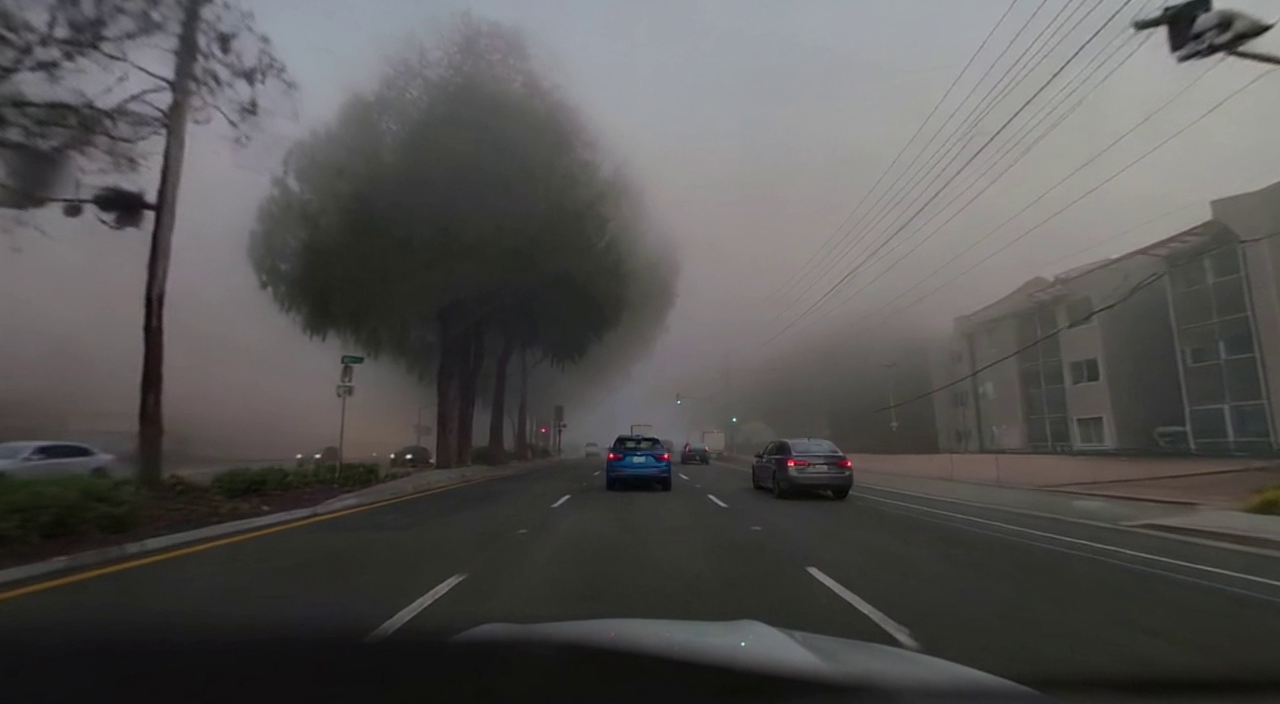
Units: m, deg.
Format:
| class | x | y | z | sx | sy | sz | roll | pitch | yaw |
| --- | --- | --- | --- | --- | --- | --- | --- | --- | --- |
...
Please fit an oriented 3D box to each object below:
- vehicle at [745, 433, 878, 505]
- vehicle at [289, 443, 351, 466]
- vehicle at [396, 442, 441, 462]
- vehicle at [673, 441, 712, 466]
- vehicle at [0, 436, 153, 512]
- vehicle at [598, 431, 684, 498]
| class | x | y | z | sx | sy | sz | roll | pitch | yaw |
| --- | --- | --- | --- | --- | --- | --- | --- | --- | --- |
| vehicle | 4.112 | 2.883 | 16.037 | 2.086 | 1.534 | 4.351 | 0 | -8 | -1 |
| vehicle | -21.545 | 6.916 | 42.734 | 1.821 | 1.485 | 4.393 | 0 | -8 | 0 |
| vehicle | -17.460 | 7.888 | 49.925 | 1.873 | 1.459 | 4.447 | 0 | -8 | 1 |
| vehicle | 3.318 | 6.504 | 40.593 | 2.054 | 1.461 | 4.321 | 0 | -8 | -1 |
| vehicle | -13.730 | 2.686 | 14.246 | 2.031 | 1.490 | 4.284 | 0 | -8 | 0 |
| vehicle | -0.013 | 3.039 | 17.389 | 2.073 | 1.606 | 3.933 | 0 | -8 | -1 |
